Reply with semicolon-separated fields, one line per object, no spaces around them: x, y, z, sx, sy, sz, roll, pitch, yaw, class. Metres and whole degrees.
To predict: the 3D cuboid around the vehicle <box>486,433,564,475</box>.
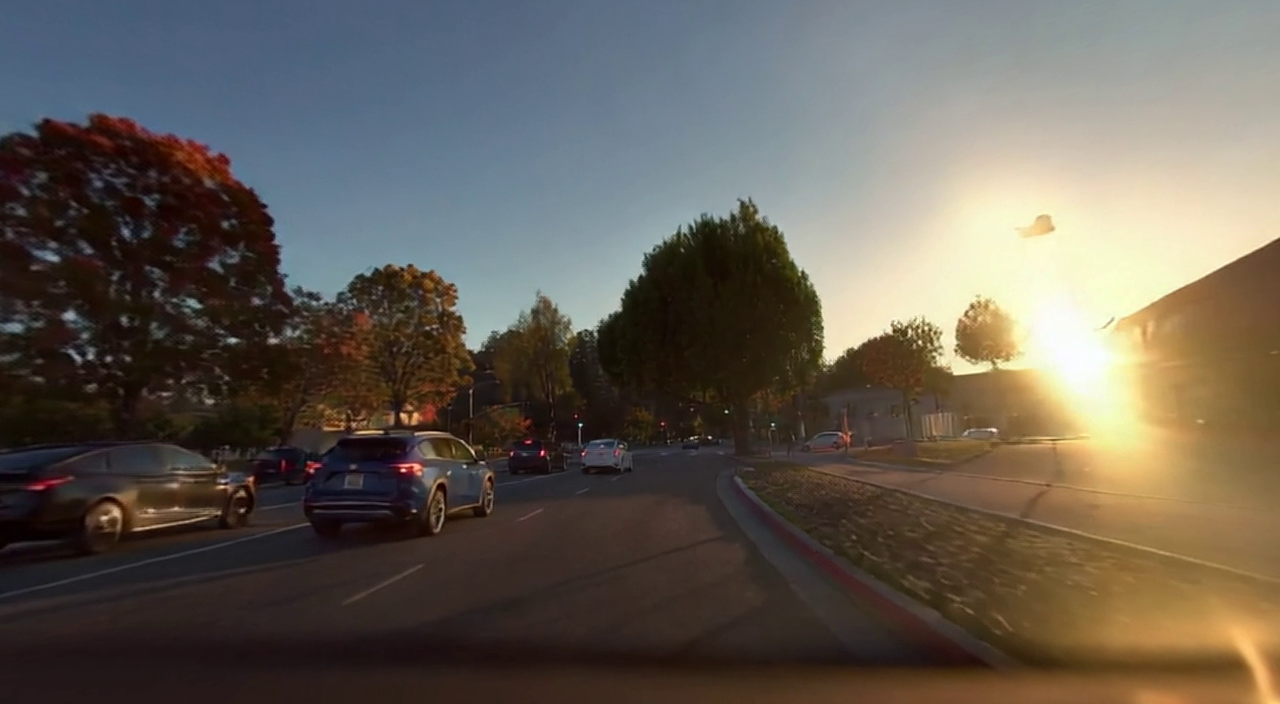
-5.296;4.785;29.870;2.160;1.779;4.549;-2;-8;10;vehicle

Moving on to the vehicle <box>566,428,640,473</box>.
-1.535;4.392;28.255;2.167;1.832;4.679;-2;-9;11;vehicle

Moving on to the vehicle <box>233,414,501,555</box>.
-3.747;1.889;9.679;2.002;1.664;4.113;-1;-8;4;vehicle

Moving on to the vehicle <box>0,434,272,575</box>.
-7.622;2.023;9.197;1.974;1.558;3.949;-1;-8;3;vehicle
